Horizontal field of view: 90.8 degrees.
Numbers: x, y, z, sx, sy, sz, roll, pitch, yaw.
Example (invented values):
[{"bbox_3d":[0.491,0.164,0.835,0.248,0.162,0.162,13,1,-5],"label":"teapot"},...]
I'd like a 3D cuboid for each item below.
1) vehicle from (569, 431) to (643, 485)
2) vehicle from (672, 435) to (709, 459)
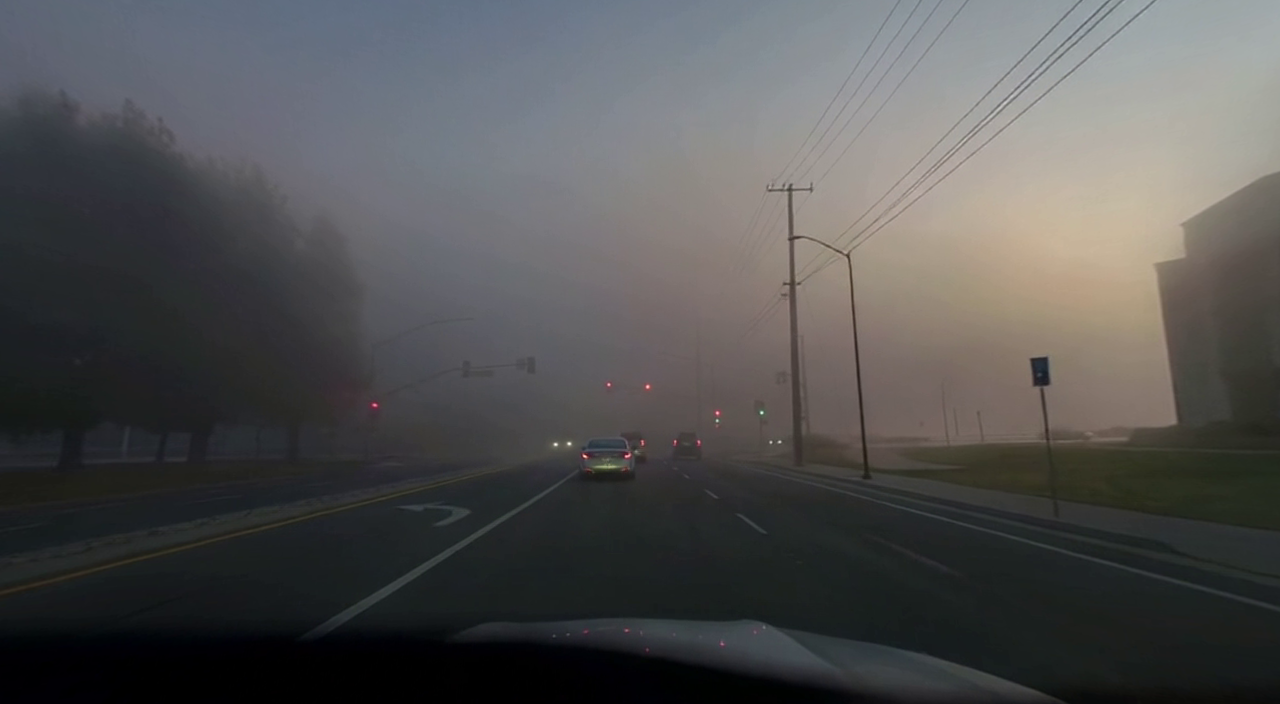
[{"bbox_3d":[-0.960,3.262,19.649,2.075,1.470,3.962,0,-8,0],"label":"vehicle"},{"bbox_3d":[3.314,6.388,42.478,1.945,1.470,4.363,0,-8,-2],"label":"vehicle"}]
